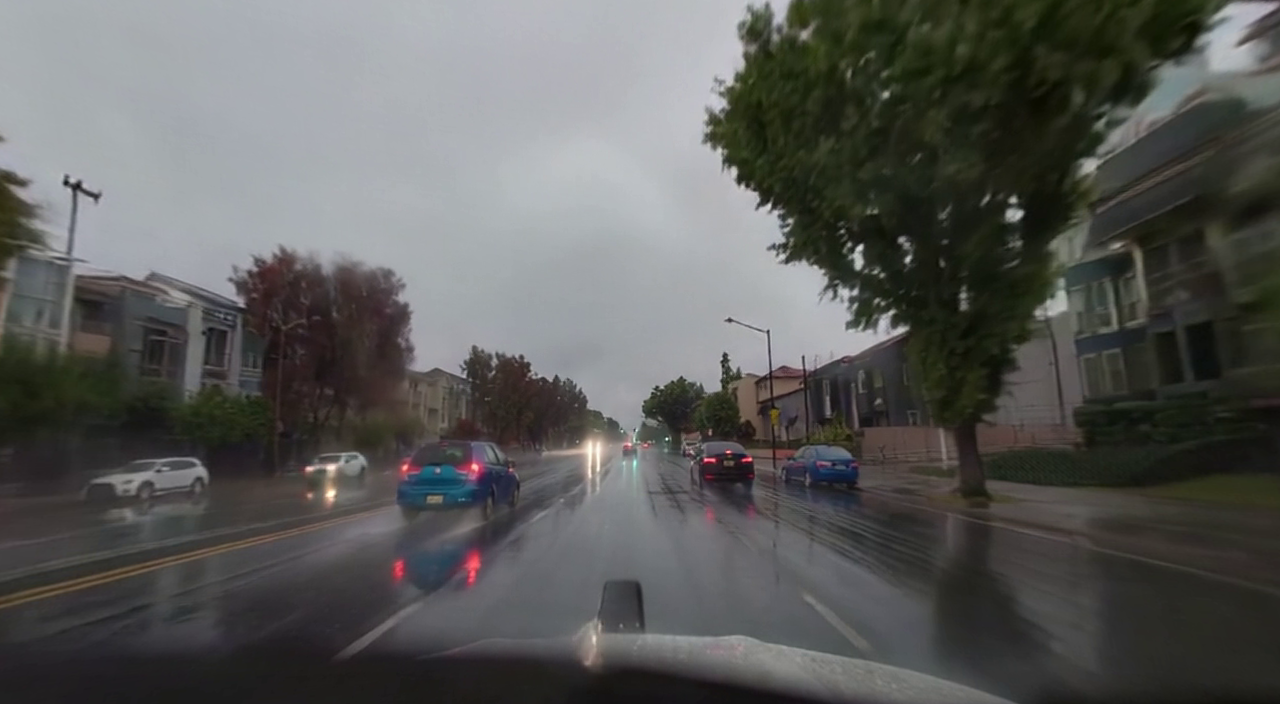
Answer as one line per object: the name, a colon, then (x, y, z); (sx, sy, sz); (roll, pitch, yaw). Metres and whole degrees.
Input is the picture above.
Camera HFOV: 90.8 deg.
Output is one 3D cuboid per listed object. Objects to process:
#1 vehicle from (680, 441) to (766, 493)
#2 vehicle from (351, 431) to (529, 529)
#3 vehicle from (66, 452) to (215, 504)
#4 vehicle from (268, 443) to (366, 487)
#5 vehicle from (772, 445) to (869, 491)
vehicle: (2.493, 3.588, 20.121); (1.978, 1.471, 4.426); (0, -9, -2)
vehicle: (-3.537, 2.337, 12.093); (2.062, 1.527, 4.044); (0, -9, 0)
vehicle: (-18.058, 4.530, 23.179); (1.929, 1.665, 4.304); (0, -9, 0)
vehicle: (-14.788, 5.155, 29.276); (2.110, 1.838, 4.623); (0, -9, 0)
vehicle: (6.250, 4.059, 22.504); (1.881, 1.439, 4.725); (0, -9, -3)
